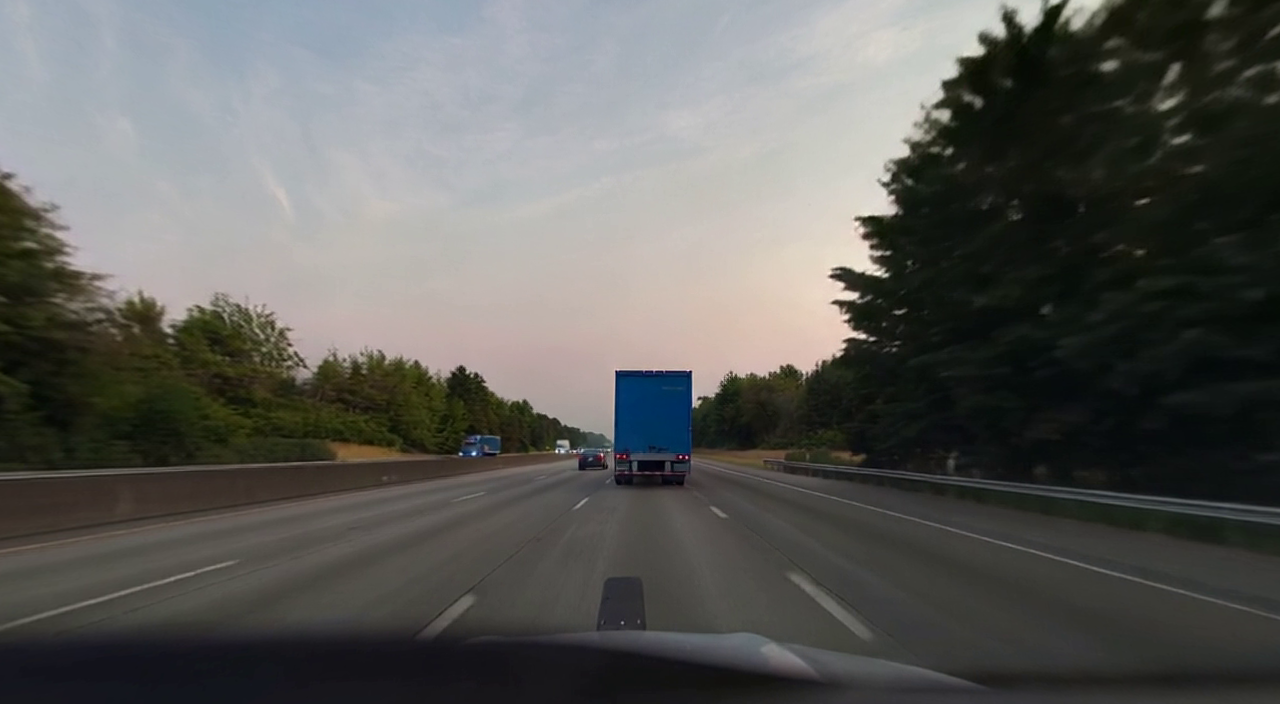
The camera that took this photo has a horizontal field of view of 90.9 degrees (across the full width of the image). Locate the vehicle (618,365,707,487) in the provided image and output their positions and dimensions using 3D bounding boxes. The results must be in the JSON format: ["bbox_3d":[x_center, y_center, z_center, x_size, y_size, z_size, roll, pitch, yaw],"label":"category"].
[{"bbox_3d":[0.676,3.183,25.679,2.898,3.973,10.063,0,-9,0],"label":"vehicle"}]

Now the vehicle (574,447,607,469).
[{"bbox_3d":[-3.431,7.412,44.126,1.985,1.482,3.923,0,-9,0],"label":"vehicle"}]
